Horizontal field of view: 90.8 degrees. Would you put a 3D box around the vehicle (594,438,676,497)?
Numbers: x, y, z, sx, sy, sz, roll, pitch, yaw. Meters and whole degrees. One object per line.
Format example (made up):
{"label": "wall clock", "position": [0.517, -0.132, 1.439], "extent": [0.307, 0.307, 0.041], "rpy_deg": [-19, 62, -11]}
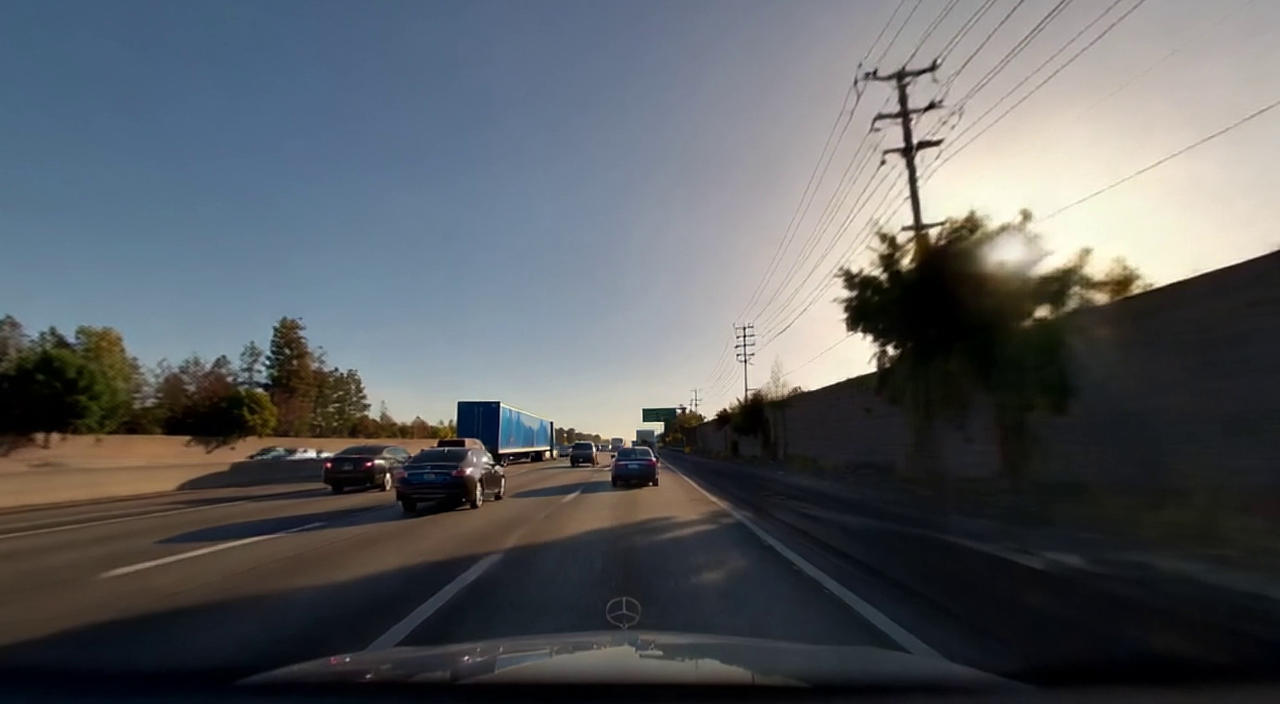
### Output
{"label": "vehicle", "position": [-0.156, 3.261, 18.173], "extent": [2.089, 1.477, 3.818], "rpy_deg": [0, -9, -1]}

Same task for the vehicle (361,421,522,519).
{"label": "vehicle", "position": [-3.897, 2.403, 13.305], "extent": [1.923, 1.716, 4.289], "rpy_deg": [0, -9, 1]}

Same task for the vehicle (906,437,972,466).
{"label": "vehicle", "position": [17.980, 5.996, 38.168], "extent": [1.936, 1.591, 4.362], "rpy_deg": [0, -9, 2]}

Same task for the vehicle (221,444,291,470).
{"label": "vehicle", "position": [-27.158, 7.444, 44.919], "extent": [2.017, 1.724, 4.861], "rpy_deg": [0, -9, -1]}

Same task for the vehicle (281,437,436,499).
{"label": "vehicle", "position": [-7.693, 3.215, 17.942], "extent": [2.165, 1.511, 4.810], "rpy_deg": [0, -9, 0]}

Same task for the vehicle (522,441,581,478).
{"label": "vehicle", "position": [-3.746, 4.632, 27.501], "extent": [1.870, 1.485, 4.304], "rpy_deg": [0, -9, 1]}
